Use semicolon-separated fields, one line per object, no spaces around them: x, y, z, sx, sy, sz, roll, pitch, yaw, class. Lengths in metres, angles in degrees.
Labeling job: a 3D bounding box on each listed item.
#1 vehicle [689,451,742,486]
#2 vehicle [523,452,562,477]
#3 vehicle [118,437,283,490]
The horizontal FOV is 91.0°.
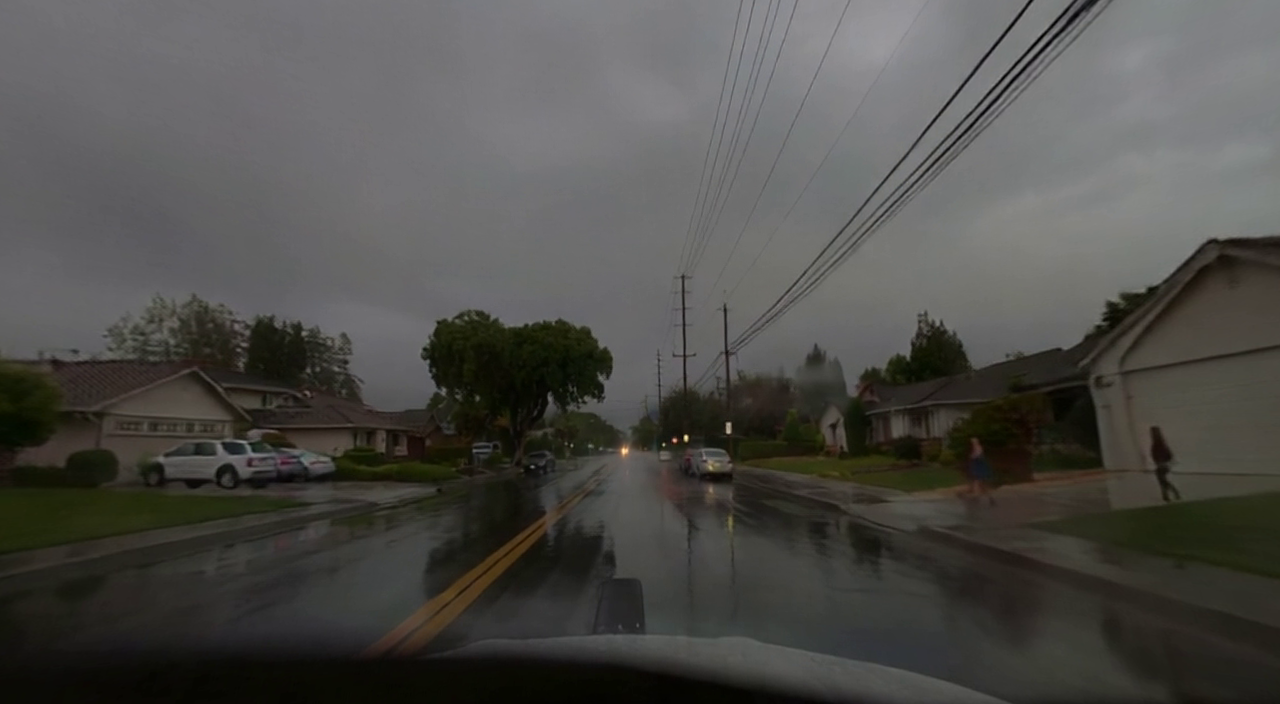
3.615;5.660;30.921;1.917;1.569;4.460;0;-9;-1;vehicle
-6.651;7.660;43.184;1.985;1.497;4.655;-2;-9;-1;vehicle
-15.499;3.956;22.382;4.320;1.767;1.951;0;-9;0;vehicle
